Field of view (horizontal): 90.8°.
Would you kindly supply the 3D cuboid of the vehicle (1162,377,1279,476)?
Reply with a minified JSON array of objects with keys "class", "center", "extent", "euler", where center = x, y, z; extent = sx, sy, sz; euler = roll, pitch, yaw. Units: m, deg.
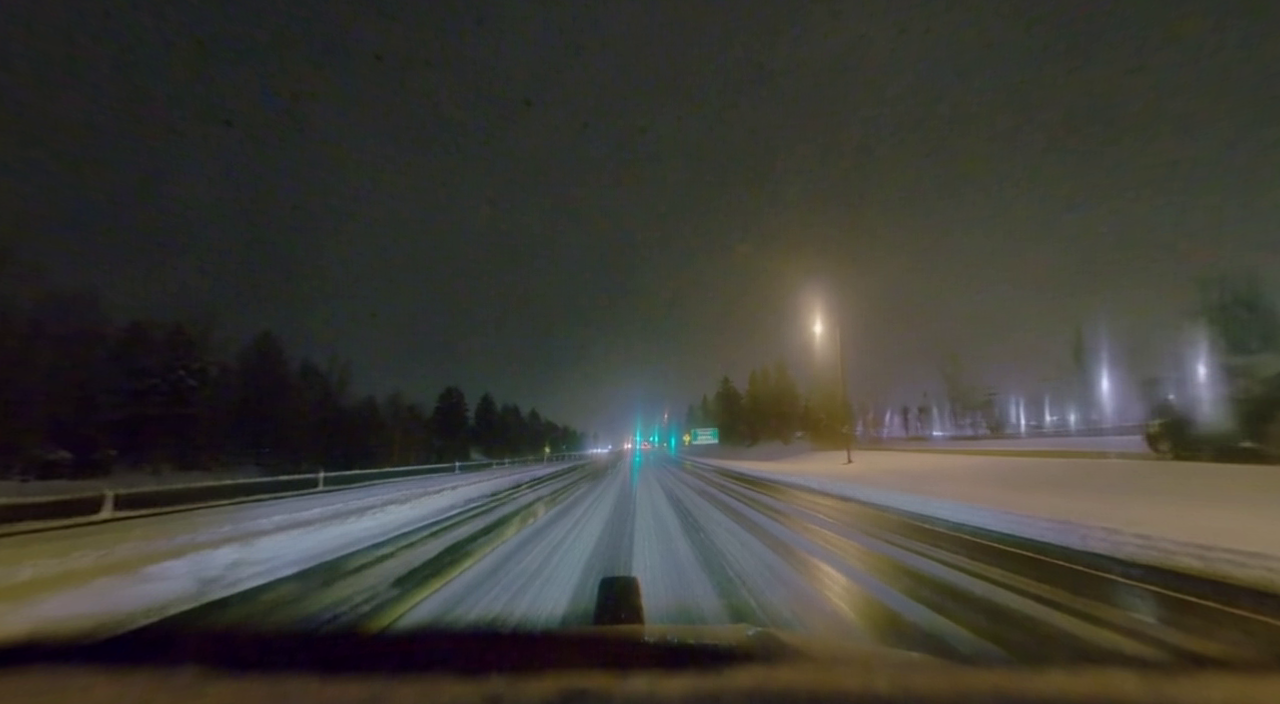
[{"class":"vehicle","center":[28.467,2.796,24.417],"extent":[2.939,4.075,14.109],"euler":[1,-9,-8]}]
